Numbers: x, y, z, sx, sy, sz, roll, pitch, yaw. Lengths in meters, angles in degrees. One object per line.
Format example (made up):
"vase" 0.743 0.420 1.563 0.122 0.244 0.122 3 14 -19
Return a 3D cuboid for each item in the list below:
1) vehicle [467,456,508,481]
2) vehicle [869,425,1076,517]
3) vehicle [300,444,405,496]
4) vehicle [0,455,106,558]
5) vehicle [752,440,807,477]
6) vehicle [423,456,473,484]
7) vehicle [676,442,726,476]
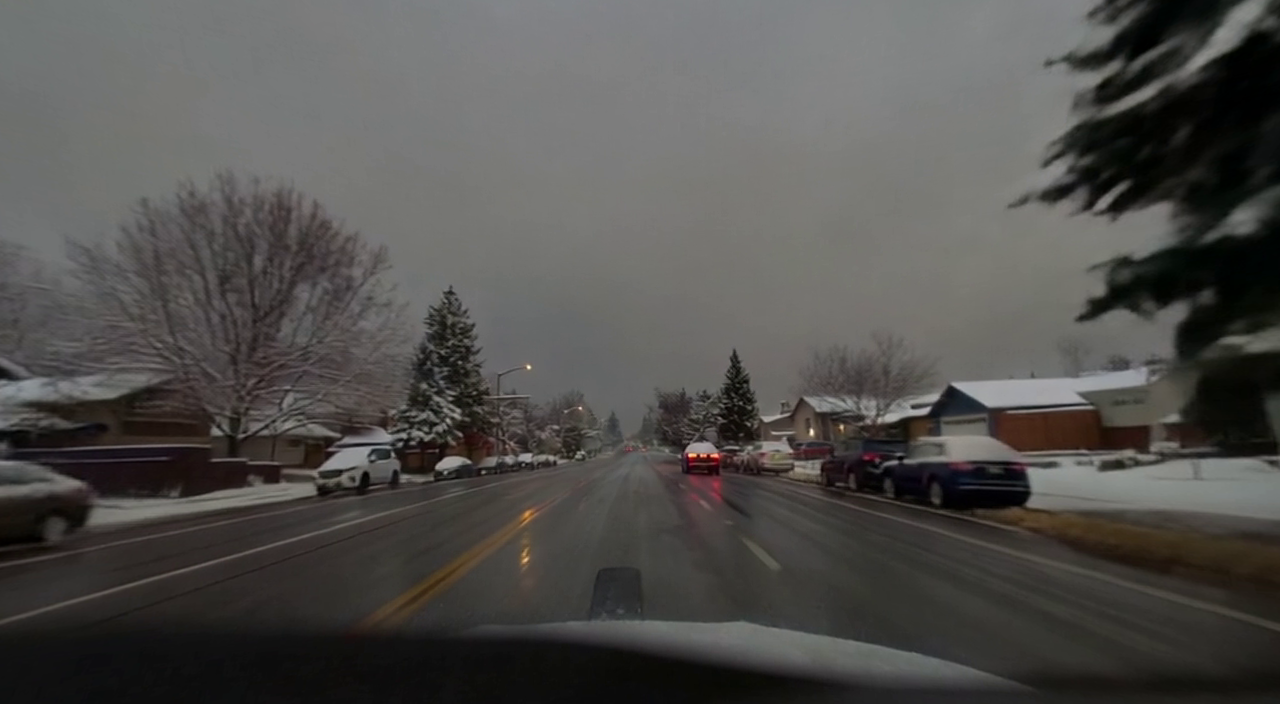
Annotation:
"vehicle" -11.805 9.013 49.100 1.888 1.668 5.052 0 -8 0
"vehicle" 7.484 2.715 15.030 2.071 1.793 5.072 0 -8 -1
"vehicle" -11.600 4.741 25.903 2.181 1.920 4.570 0 -8 -1
"vehicle" -11.536 2.535 10.123 1.953 1.649 4.648 0 -8 -2
"vehicle" 7.514 5.786 34.576 1.873 1.867 4.673 0 -8 -1
"vehicle" -11.774 7.238 39.037 1.809 1.476 4.423 0 -8 -2
"vehicle" 3.052 5.461 32.504 1.951 1.620 4.582 0 -8 -2
